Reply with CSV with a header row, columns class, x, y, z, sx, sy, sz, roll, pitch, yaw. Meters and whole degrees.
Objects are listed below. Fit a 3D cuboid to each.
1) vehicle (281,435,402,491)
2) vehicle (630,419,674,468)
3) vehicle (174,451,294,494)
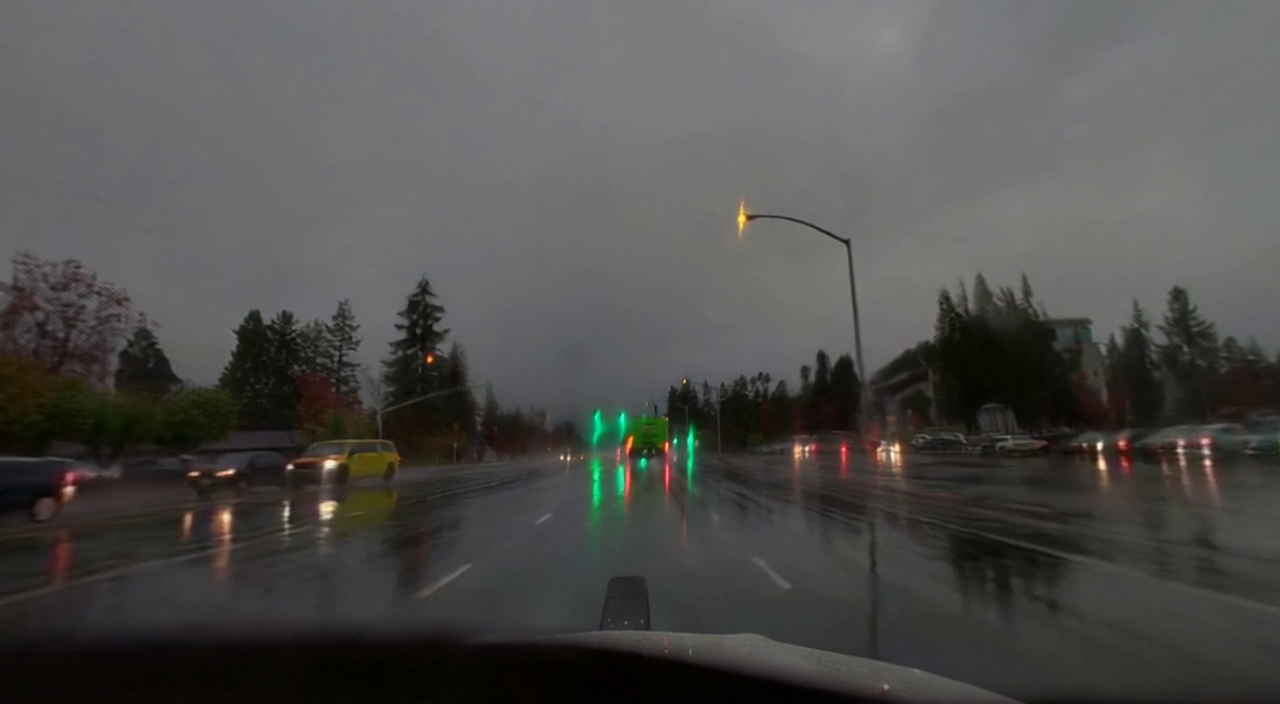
class,x,y,z,sx,sy,sz,roll,pitch,yaw
vehicle,-11.414,4.266,24.592,2.155,1.941,4.977,0,-9,2
vehicle,0.774,6.702,46.000,2.843,3.120,10.422,0,-9,0
vehicle,-19.102,5.651,30.005,2.165,1.795,5.003,0,-9,3
